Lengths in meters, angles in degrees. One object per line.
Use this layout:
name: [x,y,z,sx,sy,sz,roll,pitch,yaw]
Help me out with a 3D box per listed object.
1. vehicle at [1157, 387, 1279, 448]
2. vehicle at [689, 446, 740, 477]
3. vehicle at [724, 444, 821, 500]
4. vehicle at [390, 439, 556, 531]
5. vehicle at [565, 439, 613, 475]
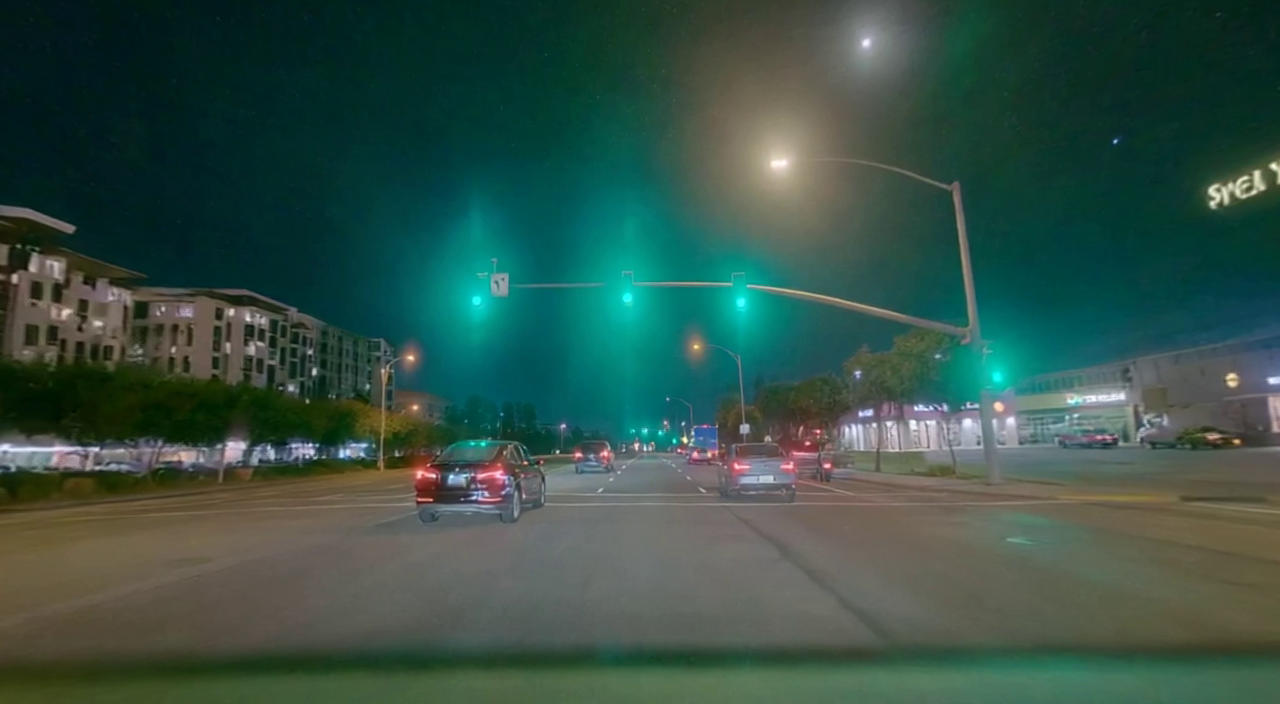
vehicle: [38.082,4.336,40.187,2.730,3.464,8.553,-1,-8,0]
vehicle: [3.740,5.575,32.336,2.020,1.461,4.326,0,-8,-1]
vehicle: [3.775,3.487,18.737,1.972,1.452,4.189,0,-8,0]
vehicle: [-3.058,2.531,12.663,2.003,1.509,4.396,0,-8,2]
vehicle: [-2.683,5.630,34.161,2.137,1.796,4.304,0,-8,1]
